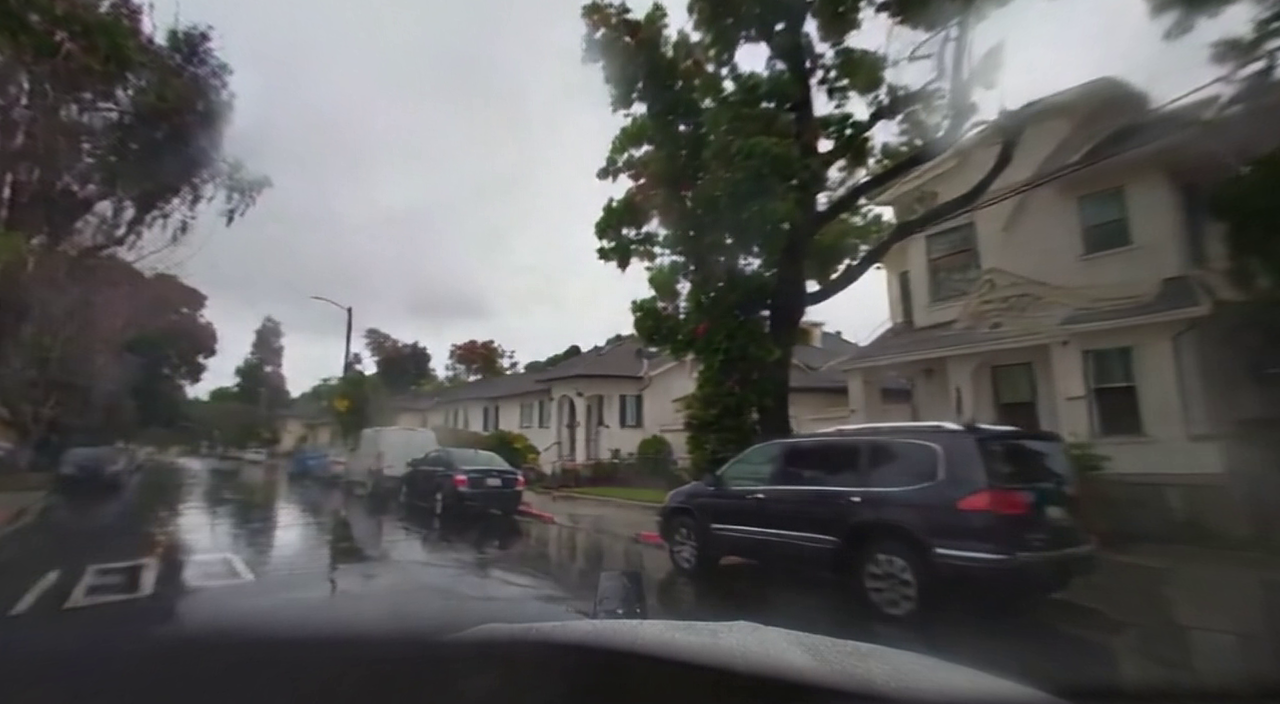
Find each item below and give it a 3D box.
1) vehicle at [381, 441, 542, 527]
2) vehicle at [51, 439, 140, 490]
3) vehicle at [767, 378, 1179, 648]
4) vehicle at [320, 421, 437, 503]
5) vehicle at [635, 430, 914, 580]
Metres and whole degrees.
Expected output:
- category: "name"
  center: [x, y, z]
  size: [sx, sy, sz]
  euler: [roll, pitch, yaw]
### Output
- category: "vehicle"
  center: [-4.159, 2.805, 14.145]
  size: [1.828, 1.442, 4.476]
  euler: [6, -8, -38]
- category: "vehicle"
  center: [-18.338, 3.804, 21.388]
  size: [1.908, 1.493, 4.806]
  euler: [9, -13, -37]
- category: "vehicle"
  center: [3.764, 1.491, 6.869]
  size: [4.585, 1.969, 2.046]
  euler: [6, -11, -36]
- category: "vehicle"
  center: [-8.168, 3.237, 19.394]
  size: [1.993, 2.129, 4.893]
  euler: [6, -8, -37]
- category: "vehicle"
  center: [2.050, 1.992, 9.049]
  size: [4.030, 1.648, 1.827]
  euler: [7, -11, -41]
